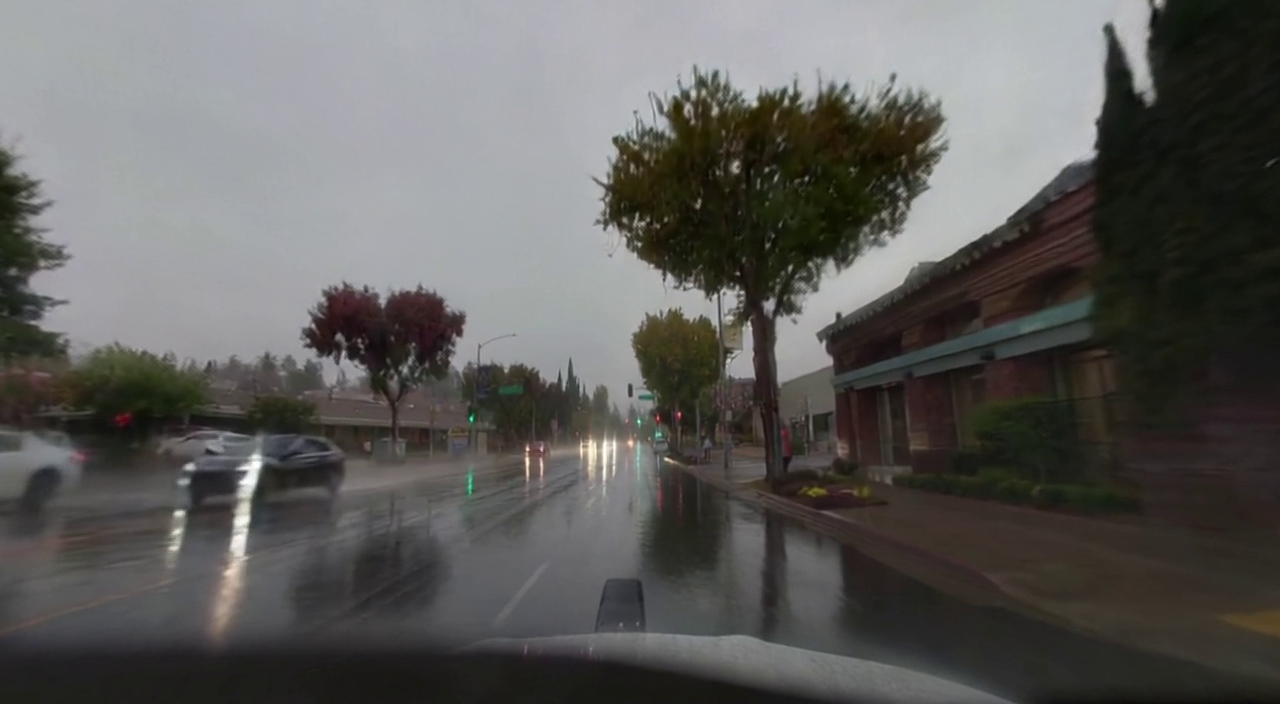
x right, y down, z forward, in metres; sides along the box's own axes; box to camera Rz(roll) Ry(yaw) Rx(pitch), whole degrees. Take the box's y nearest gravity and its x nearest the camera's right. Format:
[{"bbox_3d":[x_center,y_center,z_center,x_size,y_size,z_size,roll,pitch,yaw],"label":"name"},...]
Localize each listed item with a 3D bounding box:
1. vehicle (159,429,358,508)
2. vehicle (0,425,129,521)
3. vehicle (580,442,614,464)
[{"bbox_3d":[-9.224,2.825,15.866,2.052,1.676,4.463,-1,-8,3],"label":"vehicle"},{"bbox_3d":[-12.558,2.252,11.870,2.046,1.716,4.423,-1,-8,2],"label":"vehicle"},{"bbox_3d":[-3.103,7.390,46.478,2.122,1.469,4.388,0,-8,0],"label":"vehicle"}]
